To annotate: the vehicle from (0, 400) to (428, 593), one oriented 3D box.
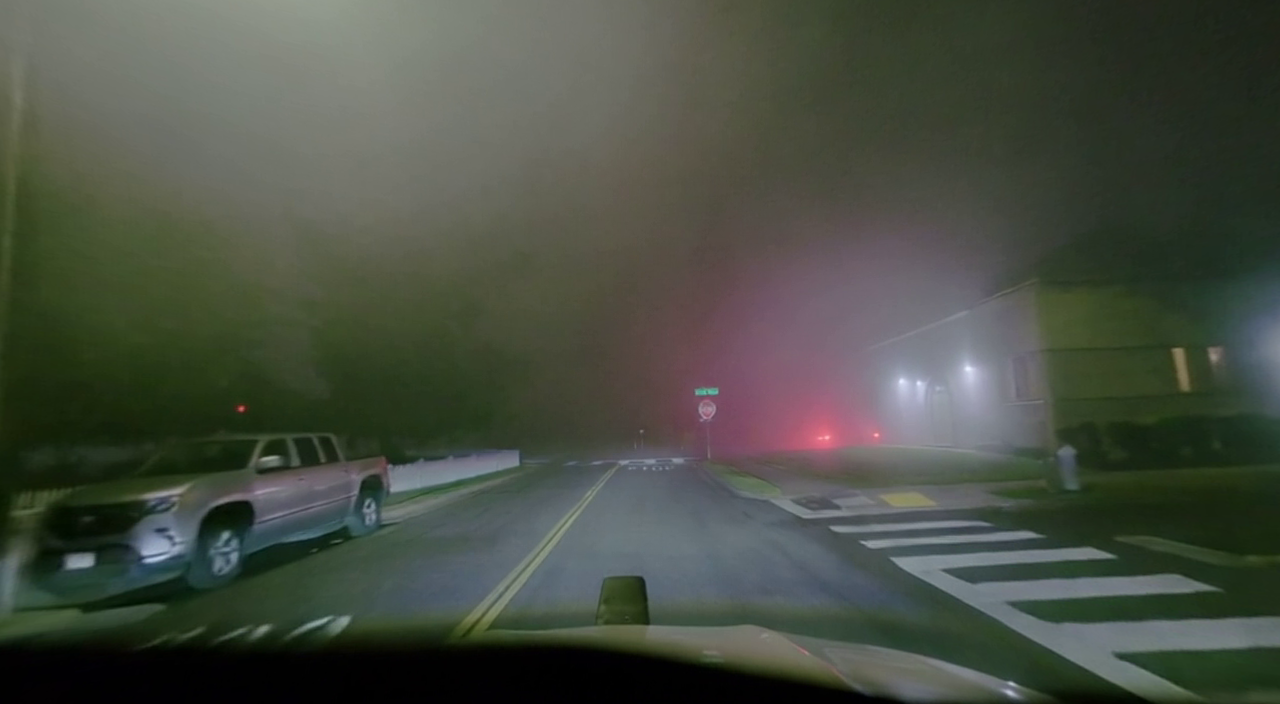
[{"bbox_3d":[-5.534,1.840,9.448,2.308,1.899,6.107,-1,-7,3],"label":"vehicle"}]
